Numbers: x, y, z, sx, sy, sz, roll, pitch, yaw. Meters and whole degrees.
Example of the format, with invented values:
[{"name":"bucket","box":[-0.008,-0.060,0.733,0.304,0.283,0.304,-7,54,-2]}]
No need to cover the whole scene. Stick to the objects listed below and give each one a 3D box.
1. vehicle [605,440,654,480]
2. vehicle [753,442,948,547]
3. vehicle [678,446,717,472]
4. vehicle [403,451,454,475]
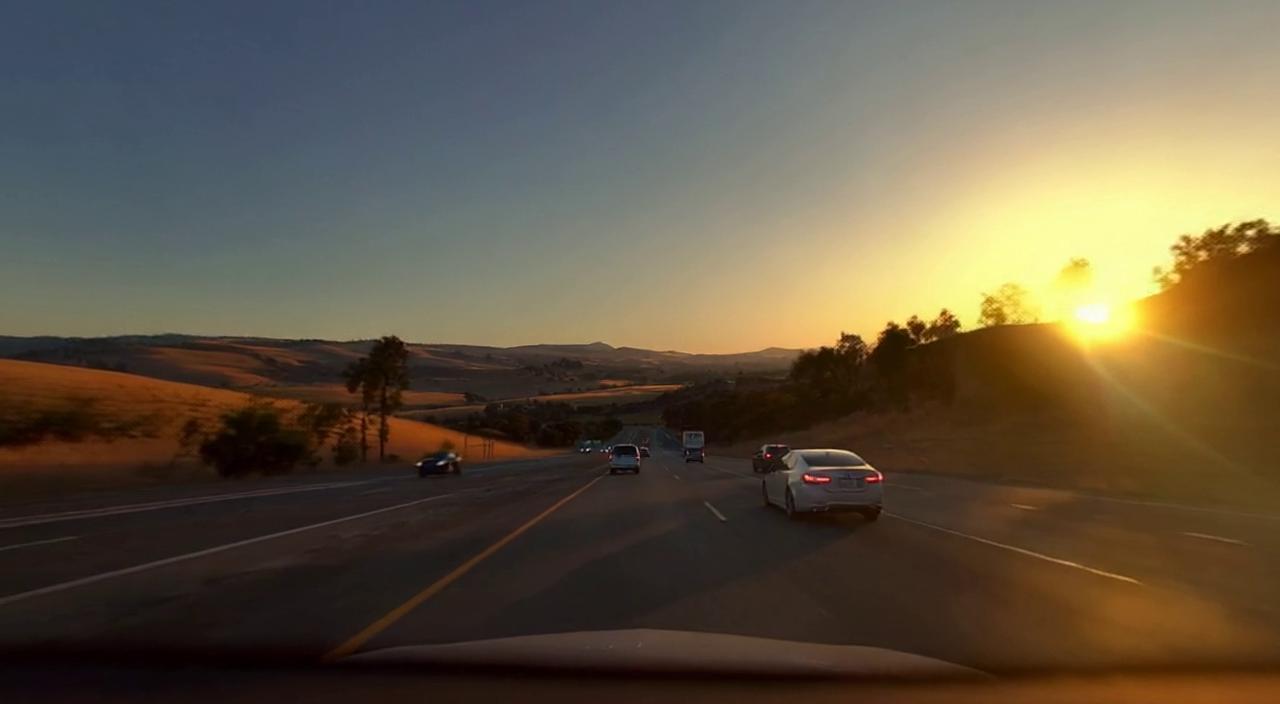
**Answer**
[{"name":"vehicle","box":[-0.447,5.078,29.893,2.142,1.724,4.344,0,-9,0]},{"name":"vehicle","box":[3.371,2.347,11.045,2.004,1.471,4.032,0,-9,0]},{"name":"vehicle","box":[3.651,6.888,40.730,2.047,1.540,4.294,0,-9,0]},{"name":"vehicle","box":[-14.200,7.480,42.541,1.884,1.510,4.230,0,-9,1]}]
